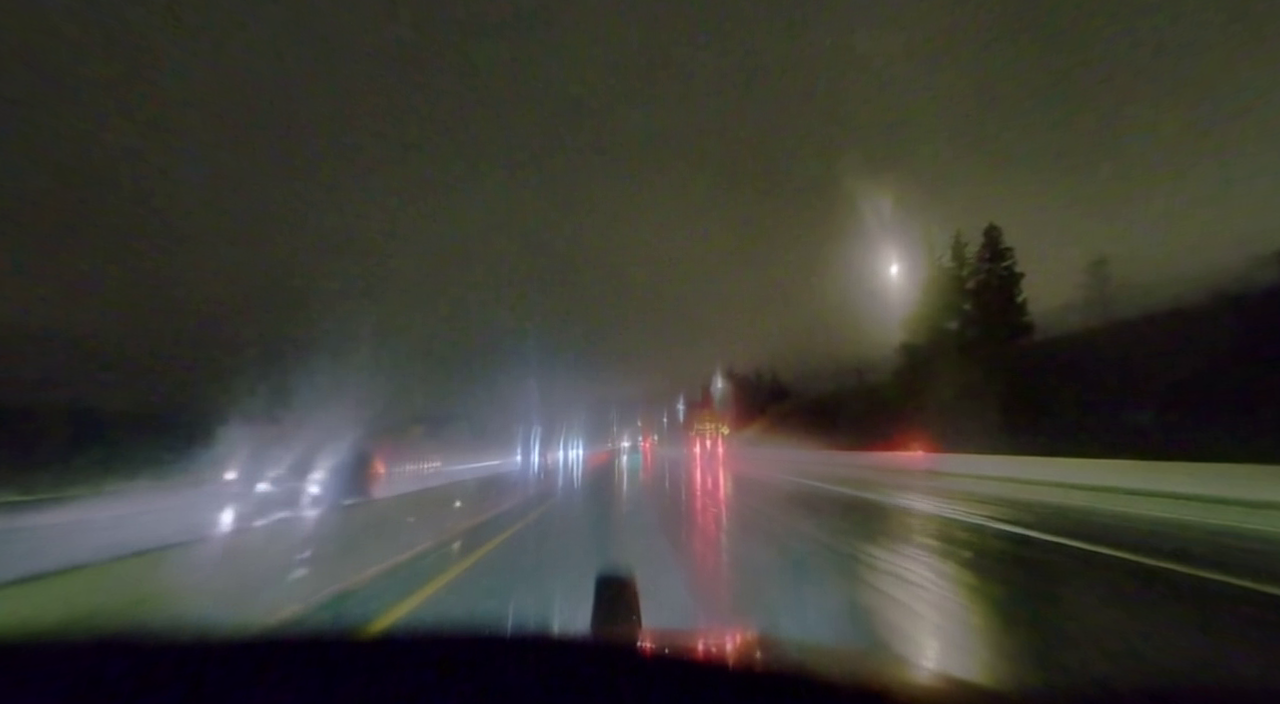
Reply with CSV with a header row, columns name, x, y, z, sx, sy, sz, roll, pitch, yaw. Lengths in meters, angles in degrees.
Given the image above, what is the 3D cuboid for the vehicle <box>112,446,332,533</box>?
name,x,y,z,sx,sy,sz,roll,pitch,yaw
vehicle,-8.941,2.917,13.978,1.950,1.587,4.308,0,-9,-1

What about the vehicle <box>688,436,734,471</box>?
name,x,y,z,sx,sy,sz,roll,pitch,yaw
vehicle,3.488,5.087,31.550,1.972,1.614,4.025,-1,-9,2
